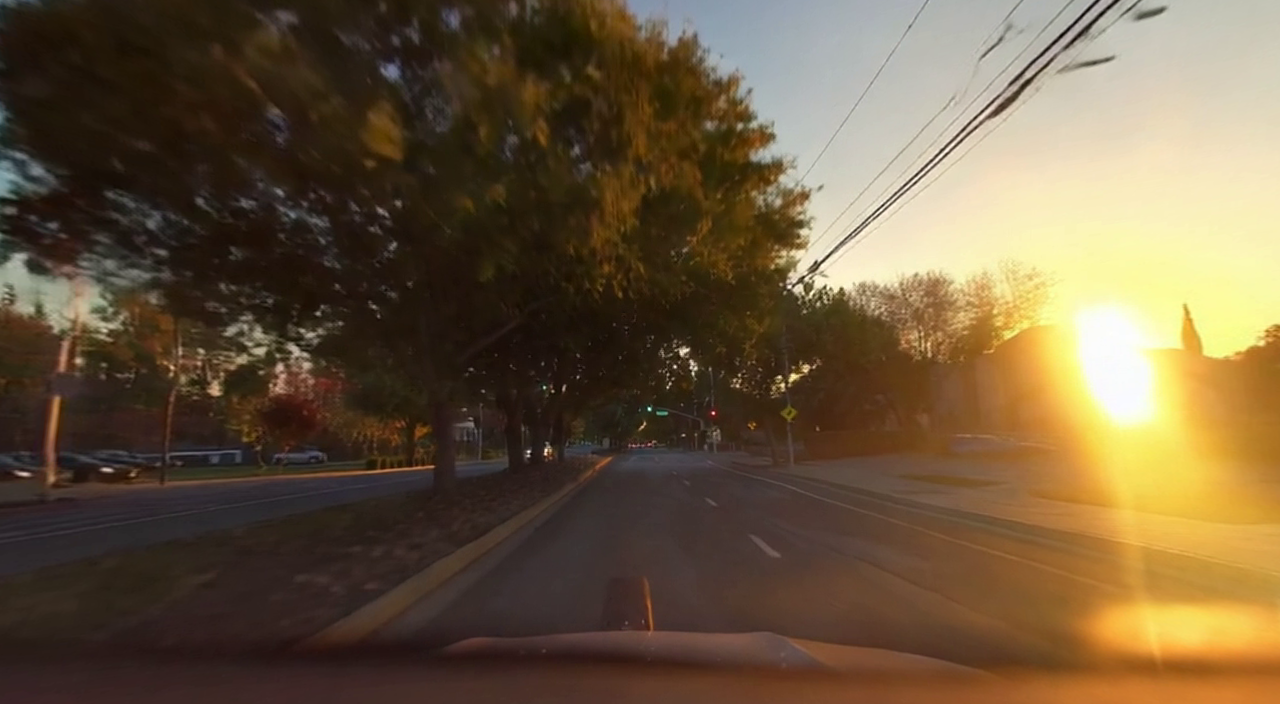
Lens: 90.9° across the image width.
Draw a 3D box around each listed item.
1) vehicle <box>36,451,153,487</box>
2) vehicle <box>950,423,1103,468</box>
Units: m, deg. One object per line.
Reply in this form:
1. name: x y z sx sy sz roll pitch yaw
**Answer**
1. vehicle: -22.816 4.892 26.453 3.309 1.386 1.573 1 -9 -5
2. vehicle: 15.117 3.693 24.873 4.625 1.467 1.991 -3 -8 2
